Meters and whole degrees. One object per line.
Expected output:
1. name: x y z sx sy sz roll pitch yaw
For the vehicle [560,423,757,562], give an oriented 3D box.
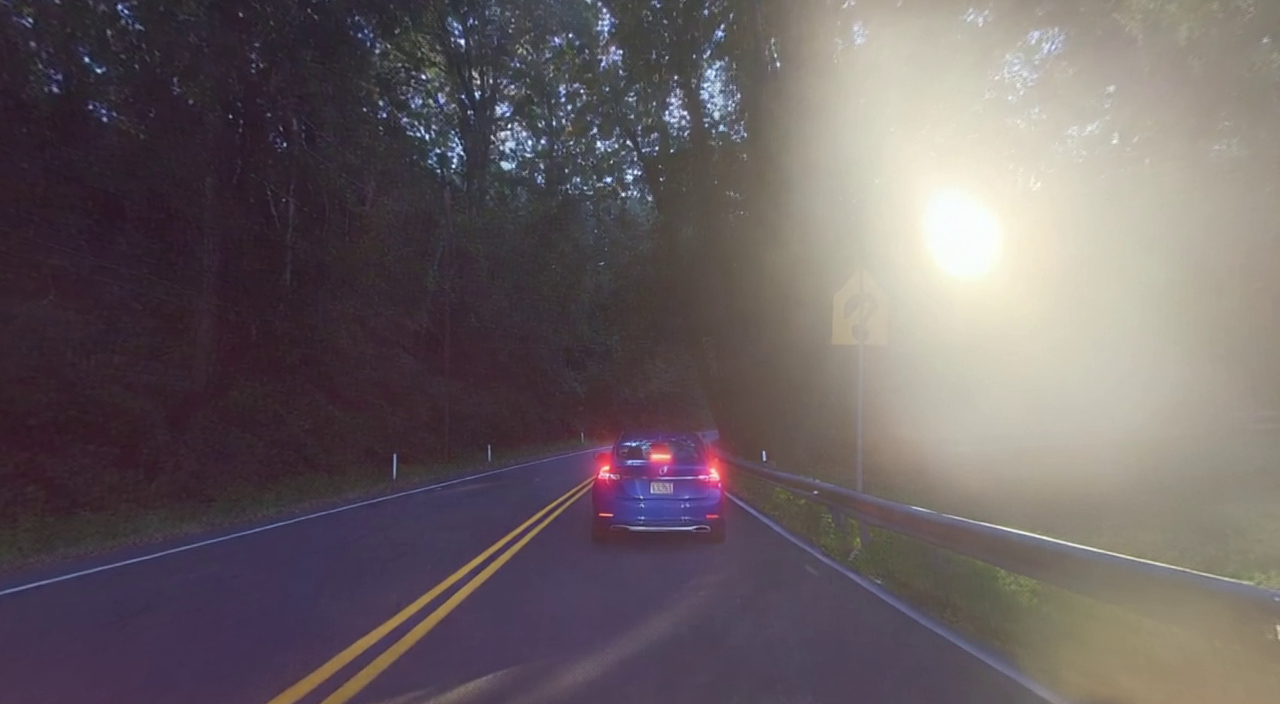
1. vehicle: 0.239 1.855 8.969 2.187 1.533 3.726 0 -8 1
